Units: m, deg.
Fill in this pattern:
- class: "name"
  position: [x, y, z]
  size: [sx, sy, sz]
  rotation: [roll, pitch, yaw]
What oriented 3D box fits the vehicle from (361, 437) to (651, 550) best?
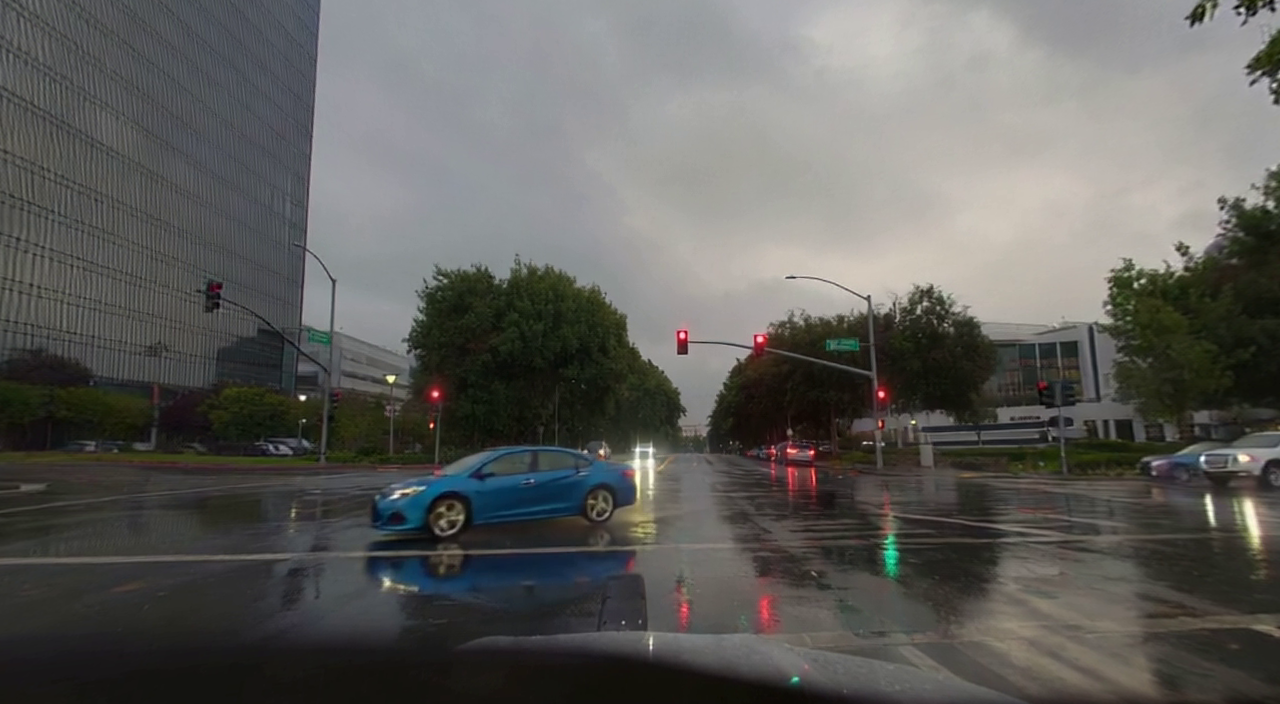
- class: "vehicle"
  position: [-2.014, 2.273, 10.931]
  size: [1.924, 1.491, 4.802]
  rotation: [-7, -11, 37]
